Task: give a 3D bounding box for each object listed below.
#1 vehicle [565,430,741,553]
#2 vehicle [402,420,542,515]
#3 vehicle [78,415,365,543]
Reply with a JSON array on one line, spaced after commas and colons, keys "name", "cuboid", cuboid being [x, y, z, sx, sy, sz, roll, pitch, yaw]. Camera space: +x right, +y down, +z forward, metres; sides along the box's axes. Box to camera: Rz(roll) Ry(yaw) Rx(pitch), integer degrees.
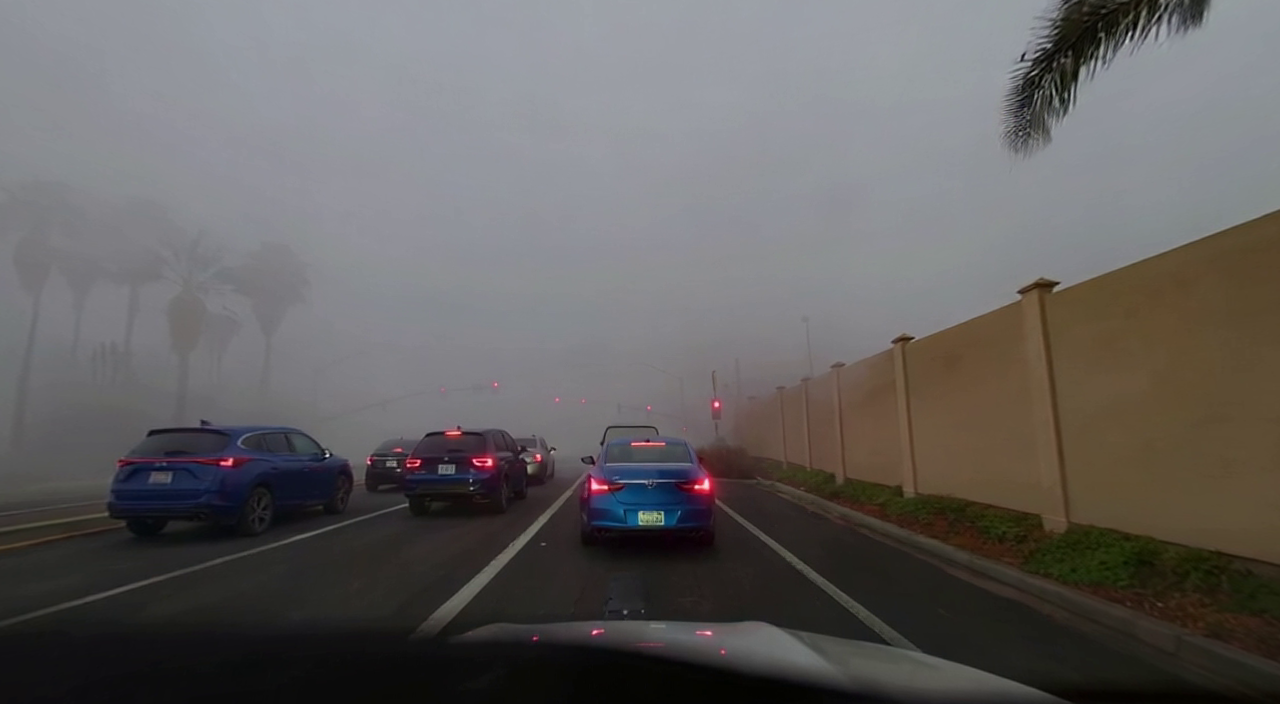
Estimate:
[{"name": "vehicle", "cuboid": [0.072, 2.008, 9.832, 2.128, 1.473, 4.272, 0, -8, -2]}, {"name": "vehicle", "cuboid": [-3.450, 2.462, 13.846, 2.007, 1.746, 4.136, 0, -8, -2]}, {"name": "vehicle", "cuboid": [-6.683, 2.067, 10.883, 1.963, 1.721, 4.467, 0, -8, -2]}]
